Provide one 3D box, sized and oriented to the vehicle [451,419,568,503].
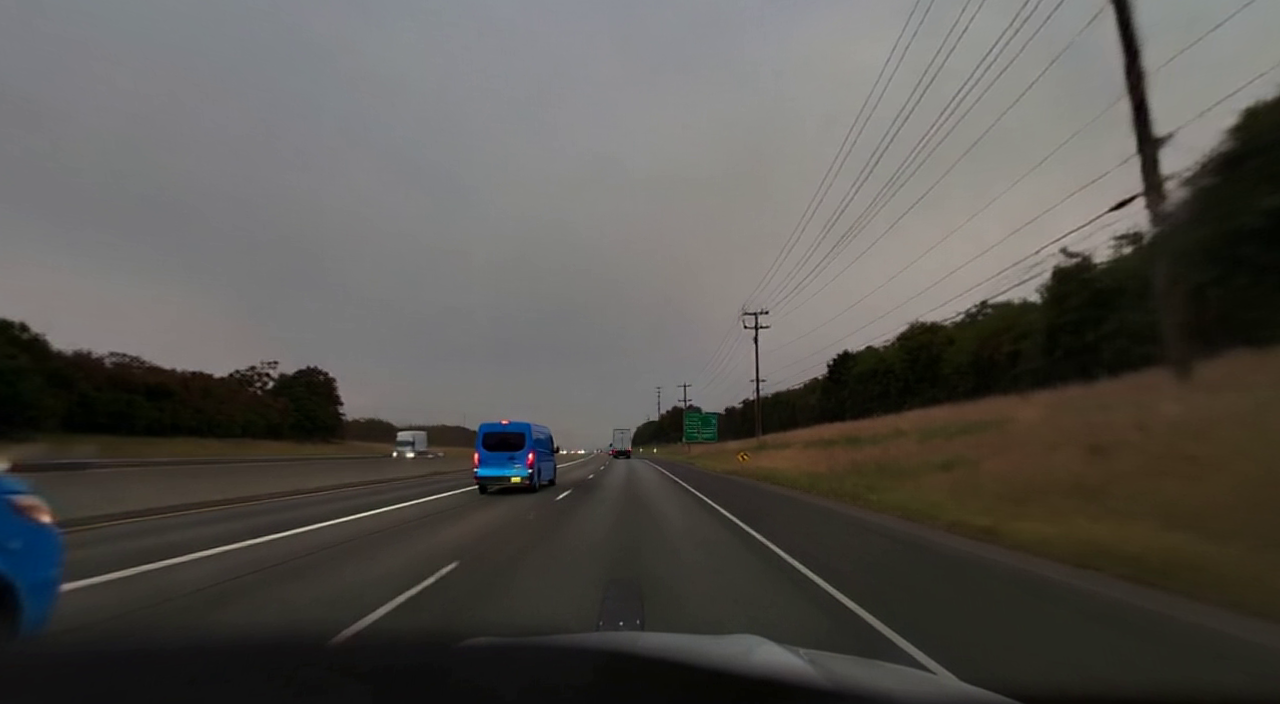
[{"bbox_3d":[-3.448,3.041,17.864,2.197,2.011,5.130,0,-9,0],"label":"vehicle"}]
